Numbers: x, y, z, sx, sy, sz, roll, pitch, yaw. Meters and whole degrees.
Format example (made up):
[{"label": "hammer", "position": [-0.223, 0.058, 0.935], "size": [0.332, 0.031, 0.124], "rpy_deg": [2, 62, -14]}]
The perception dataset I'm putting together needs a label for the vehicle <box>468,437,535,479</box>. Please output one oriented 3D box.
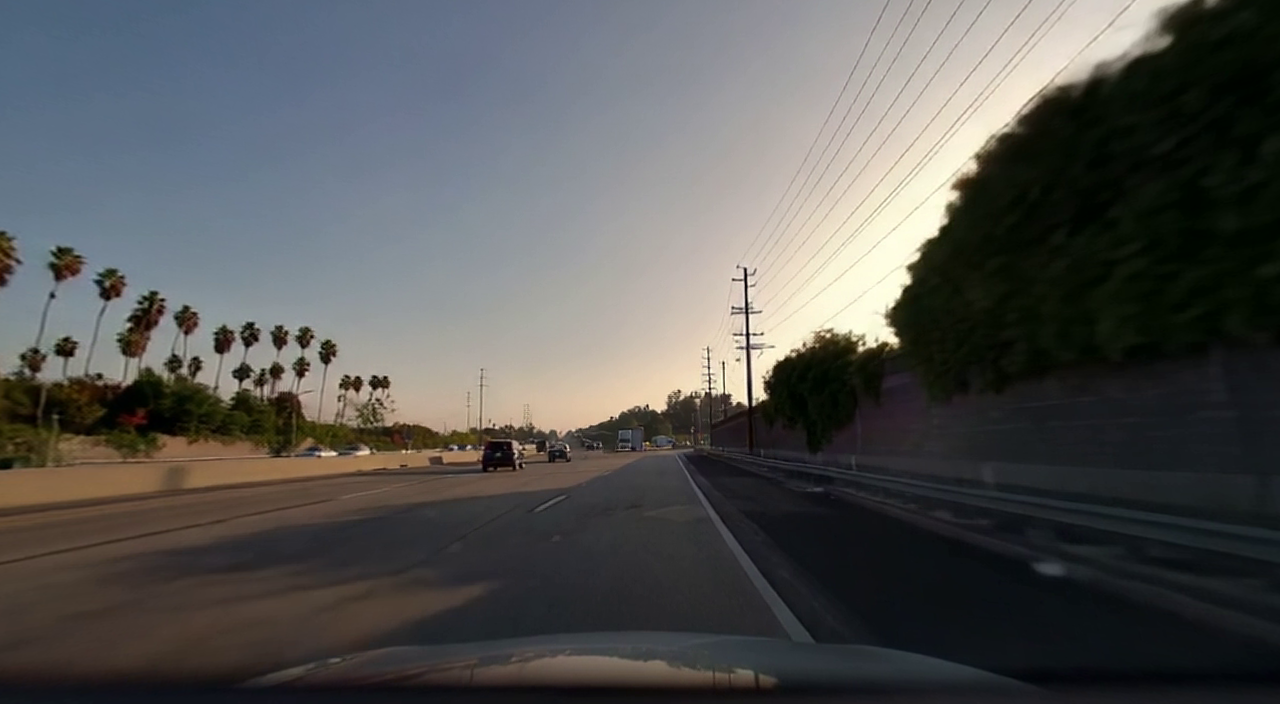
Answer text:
[{"label": "vehicle", "position": [-5.763, 4.427, 26.656], "size": [2.029, 1.609, 3.935], "rpy_deg": [0, -8, -2]}]
